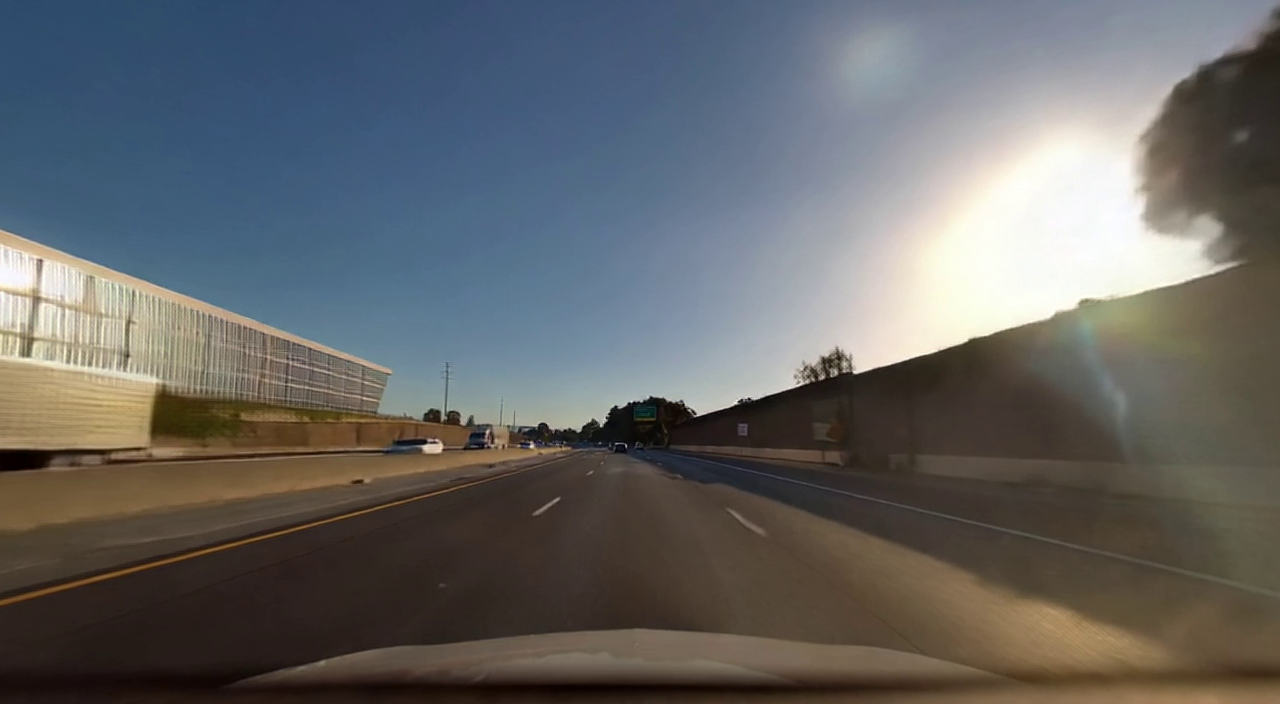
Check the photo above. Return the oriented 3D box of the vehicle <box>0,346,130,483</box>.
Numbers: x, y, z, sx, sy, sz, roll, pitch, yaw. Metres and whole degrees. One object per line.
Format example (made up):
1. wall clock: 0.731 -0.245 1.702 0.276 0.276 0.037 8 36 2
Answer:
1. vehicle: -20.718 1.523 16.520 2.948 4.084 14.022 0 -9 -1

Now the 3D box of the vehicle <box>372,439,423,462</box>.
1. vehicle: -17.552 7.163 45.538 1.933 1.510 4.591 0 -9 -1

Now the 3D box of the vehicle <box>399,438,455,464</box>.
1. vehicle: -13.161 6.164 39.059 1.918 1.509 4.621 0 -9 -1
